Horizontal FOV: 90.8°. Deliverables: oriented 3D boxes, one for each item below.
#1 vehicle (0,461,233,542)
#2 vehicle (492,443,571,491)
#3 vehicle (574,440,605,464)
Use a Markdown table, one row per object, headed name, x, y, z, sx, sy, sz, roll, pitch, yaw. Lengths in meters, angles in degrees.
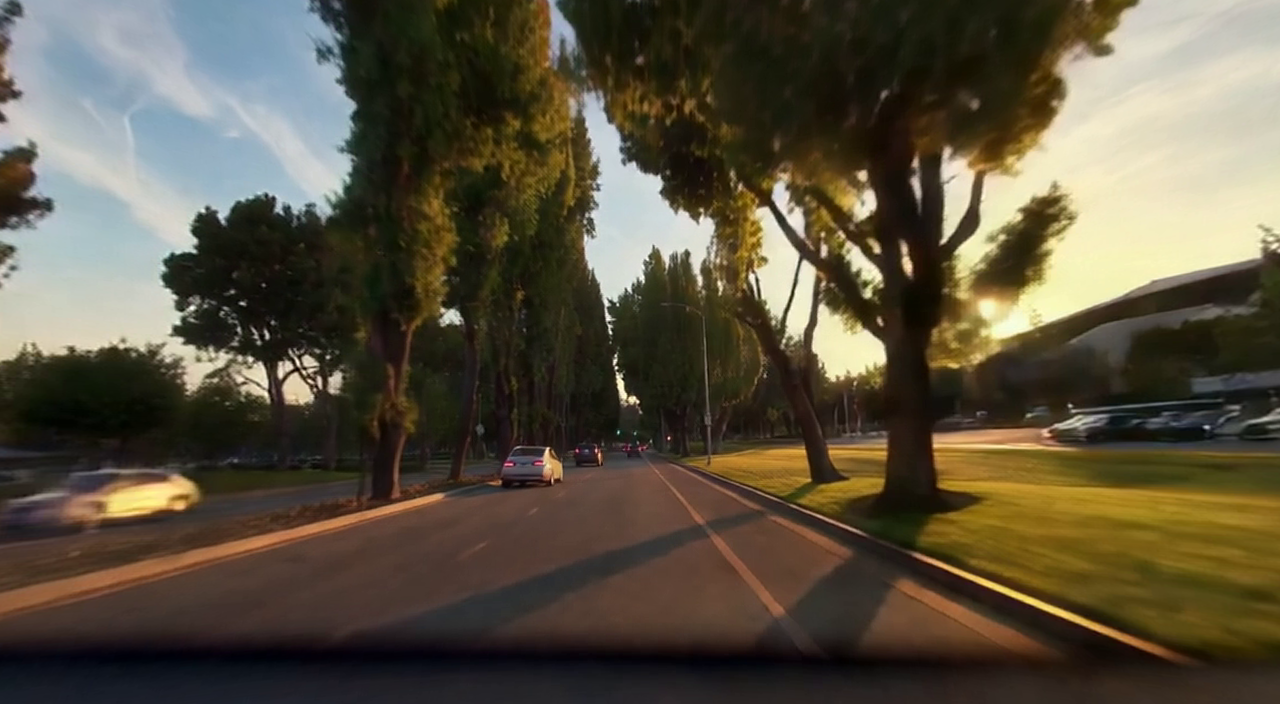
| name | x | y | z | sx | sy | sz | roll | pitch | yaw |
| --- | --- | --- | --- | --- | --- | --- | --- | --- | --- |
| vehicle | -11.758 | 3.259 | 14.418 | 1.924 | 1.430 | 4.417 | -1 | -9 | 1 |
| vehicle | -3.588 | 3.871 | 21.635 | 1.932 | 1.431 | 4.144 | 0 | -9 | 1 |
| vehicle | -3.912 | 7.876 | 49.819 | 2.077 | 1.725 | 4.153 | 0 | -9 | 0 |
